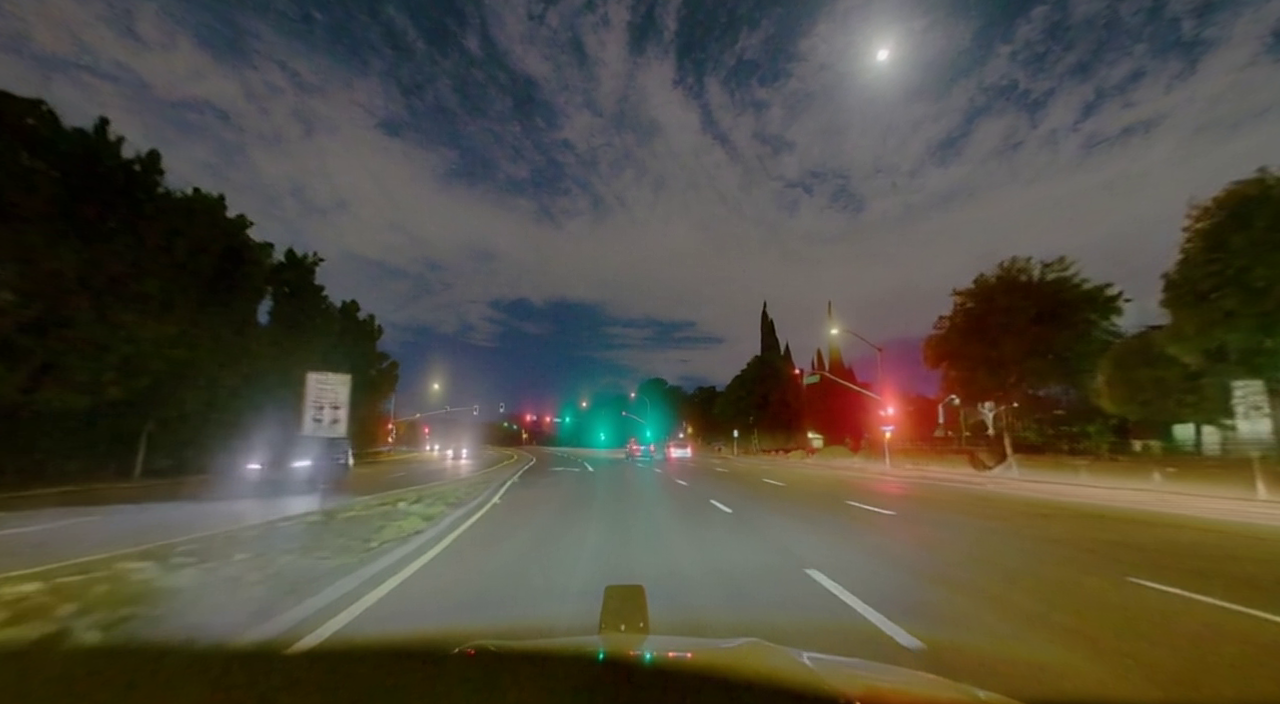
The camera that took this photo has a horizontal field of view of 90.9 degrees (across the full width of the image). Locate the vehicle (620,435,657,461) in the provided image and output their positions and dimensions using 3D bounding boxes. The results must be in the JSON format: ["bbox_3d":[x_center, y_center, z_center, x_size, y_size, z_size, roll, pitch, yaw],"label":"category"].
[{"bbox_3d":[-0.152,7.173,47.112,2.046,1.818,4.603,1,-8,-9],"label":"vehicle"}]

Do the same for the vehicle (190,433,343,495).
[{"bbox_3d":[-13.133,3.945,22.769,2.278,1.928,5.776,0,-8,-3],"label":"vehicle"}]
